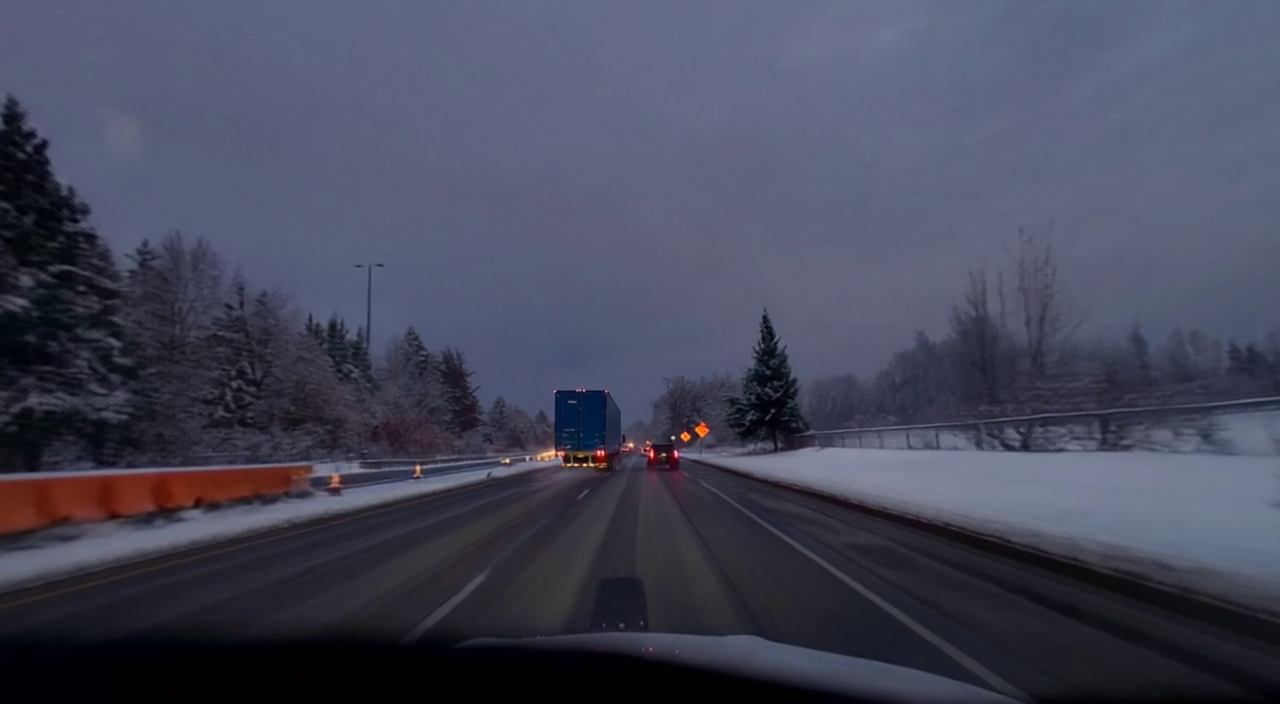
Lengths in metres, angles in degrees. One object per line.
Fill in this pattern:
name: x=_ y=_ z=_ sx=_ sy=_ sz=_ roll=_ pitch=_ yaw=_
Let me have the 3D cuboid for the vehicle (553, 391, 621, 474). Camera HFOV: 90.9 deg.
vehicle: x=-2.922 y=5.164 z=39.650 sx=2.906 sy=4.115 sz=15.715 roll=0 pitch=-8 yaw=0

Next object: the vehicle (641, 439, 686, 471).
vehicle: x=1.209 y=5.693 z=35.081 sx=2.304 sy=1.675 sz=4.462 roll=0 pitch=-8 yaw=0
